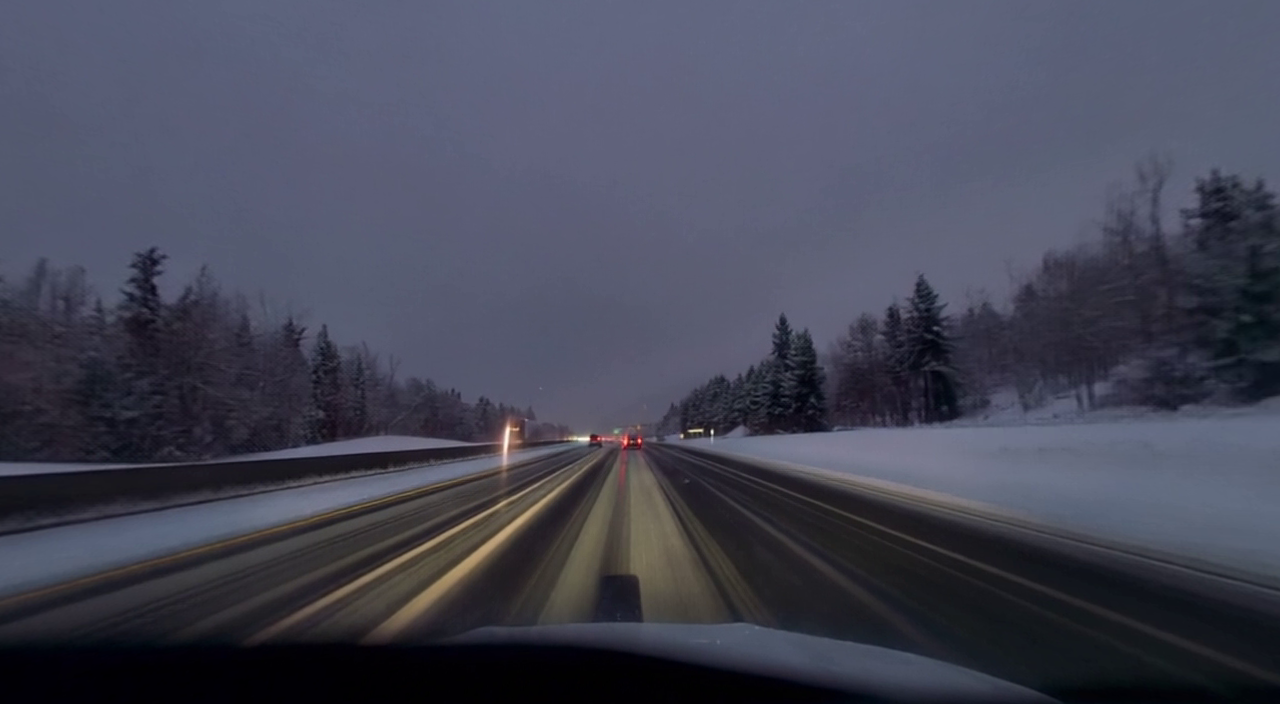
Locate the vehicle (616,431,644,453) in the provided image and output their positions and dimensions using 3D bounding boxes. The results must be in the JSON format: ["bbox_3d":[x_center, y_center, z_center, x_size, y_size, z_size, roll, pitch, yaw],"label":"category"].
[{"bbox_3d":[-0.763,6.724,47.203,1.984,1.586,3.866,0,-8,-2],"label":"vehicle"}]
